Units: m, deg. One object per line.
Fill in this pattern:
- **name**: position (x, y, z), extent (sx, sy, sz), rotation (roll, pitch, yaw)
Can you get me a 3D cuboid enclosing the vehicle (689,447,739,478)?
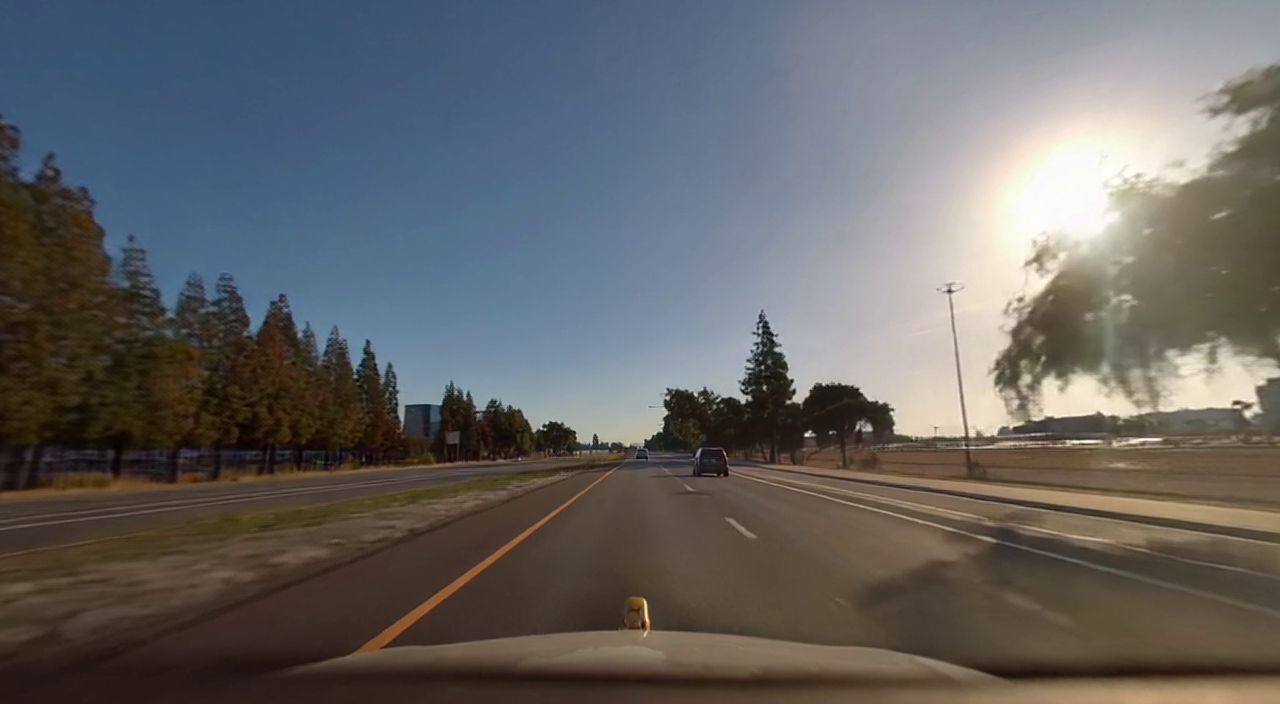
- **vehicle**: position (3.918, 5.943, 34.034), extent (2.115, 1.522, 4.330), rotation (0, -9, -1)
